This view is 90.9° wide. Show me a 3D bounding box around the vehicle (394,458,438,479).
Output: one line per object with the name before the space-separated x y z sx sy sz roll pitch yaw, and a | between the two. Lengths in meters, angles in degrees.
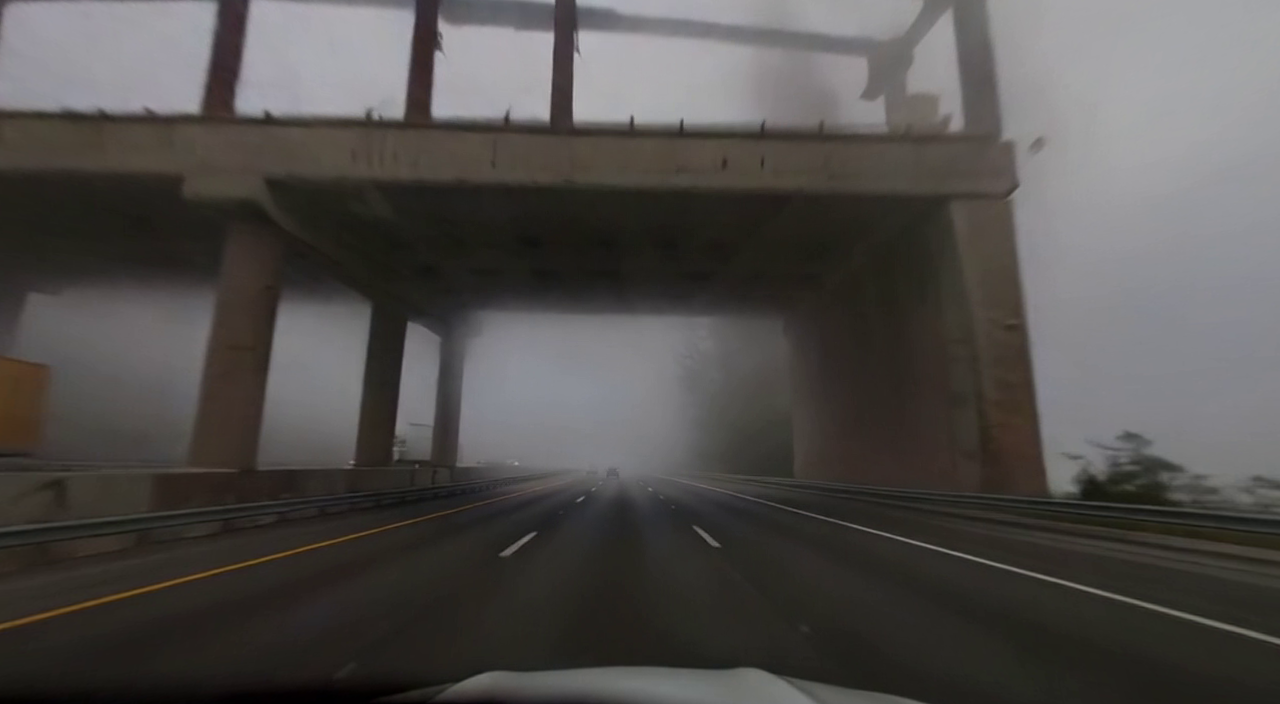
vehicle | -17.142 8.971 48.433 1.840 1.507 4.495 1 -10 -2

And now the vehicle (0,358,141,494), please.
vehicle | -20.297 2.355 19.561 2.849 3.950 8.059 1 -10 -1

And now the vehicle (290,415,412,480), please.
vehicle | -20.955 7.384 47.259 2.878 4.058 14.069 1 -10 -2

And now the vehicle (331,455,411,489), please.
vehicle | -13.022 5.853 30.856 1.929 1.472 4.735 1 -10 -1
